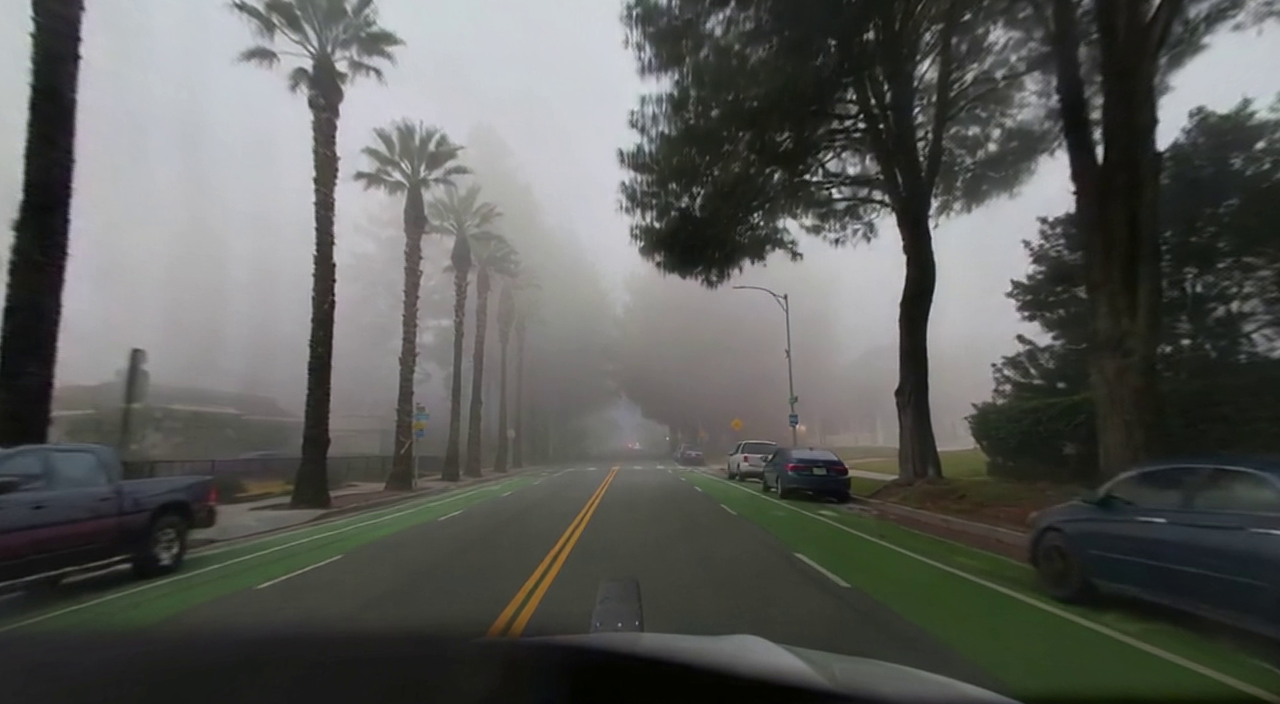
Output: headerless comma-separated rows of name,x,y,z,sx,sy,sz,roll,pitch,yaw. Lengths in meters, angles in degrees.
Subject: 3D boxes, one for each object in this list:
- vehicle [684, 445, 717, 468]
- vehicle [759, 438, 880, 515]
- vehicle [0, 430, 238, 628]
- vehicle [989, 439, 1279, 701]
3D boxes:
vehicle,4.540,7.904,47.995,1.997,1.640,4.494,0,-9,-1
vehicle,4.540,3.198,16.724,2.000,1.732,4.298,-1,-9,1
vehicle,-6.950,1.743,6.544,2.220,1.786,5.161,-1,-8,-1
vehicle,4.722,1.277,3.876,2.141,1.480,5.016,0,-9,-2
